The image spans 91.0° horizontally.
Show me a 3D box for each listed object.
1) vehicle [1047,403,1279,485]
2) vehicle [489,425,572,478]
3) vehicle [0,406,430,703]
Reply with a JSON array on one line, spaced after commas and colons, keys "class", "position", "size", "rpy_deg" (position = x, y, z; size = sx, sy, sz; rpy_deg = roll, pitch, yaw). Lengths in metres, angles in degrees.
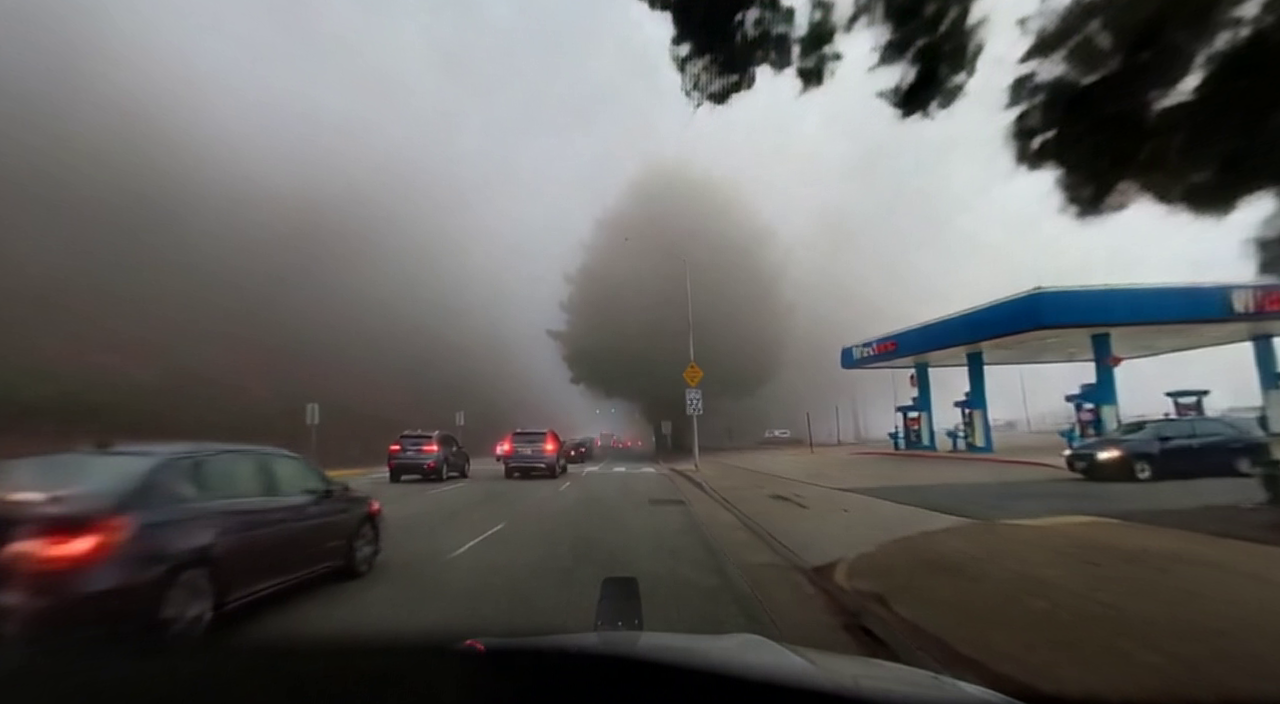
[{"class": "vehicle", "position": [12.202, 2.058, 14.343], "size": [4.385, 1.439, 1.912], "rpy_deg": [-5, -7, 4]}, {"class": "vehicle", "position": [-3.990, 3.729, 23.853], "size": [2.306, 1.815, 4.476], "rpy_deg": [0, -8, 1]}, {"class": "vehicle", "position": [-3.385, 1.279, 4.959], "size": [1.888, 1.452, 4.303], "rpy_deg": [0, -8, 1]}]
